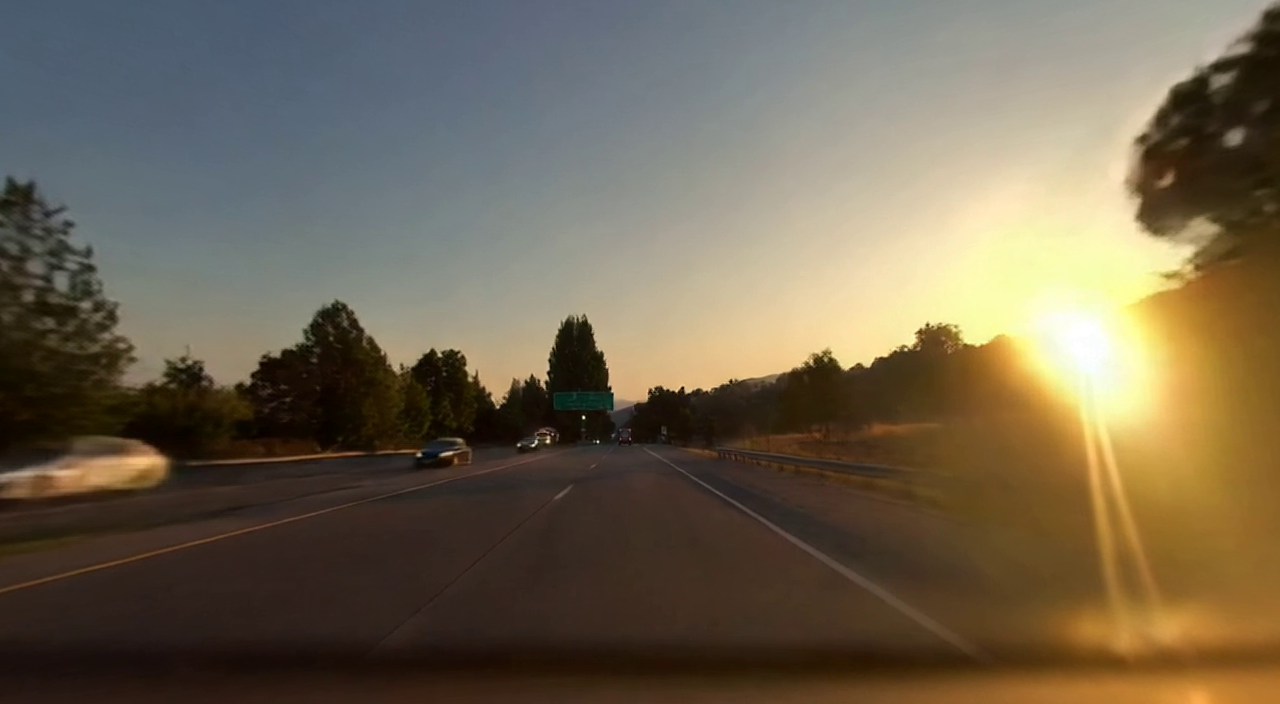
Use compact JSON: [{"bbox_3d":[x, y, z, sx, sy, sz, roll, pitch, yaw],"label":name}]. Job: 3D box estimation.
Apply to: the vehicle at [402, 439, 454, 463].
[{"bbox_3d":[-13.464,6.274,40.278,1.859,1.466,4.539,0,-8,-2],"label":"vehicle"}]
